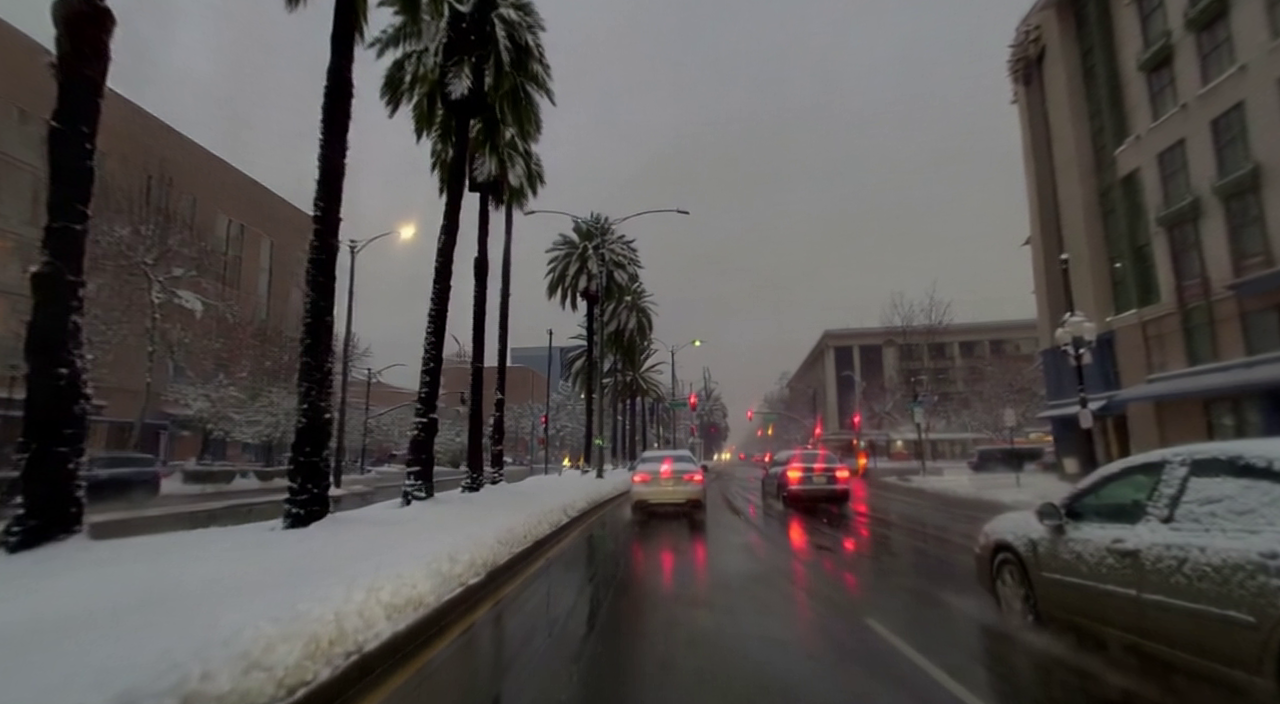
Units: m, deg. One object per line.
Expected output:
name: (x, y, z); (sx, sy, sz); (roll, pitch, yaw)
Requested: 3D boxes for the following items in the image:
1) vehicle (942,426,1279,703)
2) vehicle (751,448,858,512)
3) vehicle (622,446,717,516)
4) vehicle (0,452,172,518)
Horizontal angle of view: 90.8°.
vehicle: (3.732, 1.209, 3.695); (1.913, 1.469, 4.425); (-1, -9, 3)
vehicle: (4.287, 3.389, 17.244); (1.920, 1.490, 4.417); (-1, -9, 3)
vehicle: (0.782, 3.090, 15.628); (2.078, 1.503, 3.681); (-1, -9, 5)
vehicle: (-16.923, 3.841, 18.868); (2.078, 1.662, 4.436); (-2, -9, 9)
